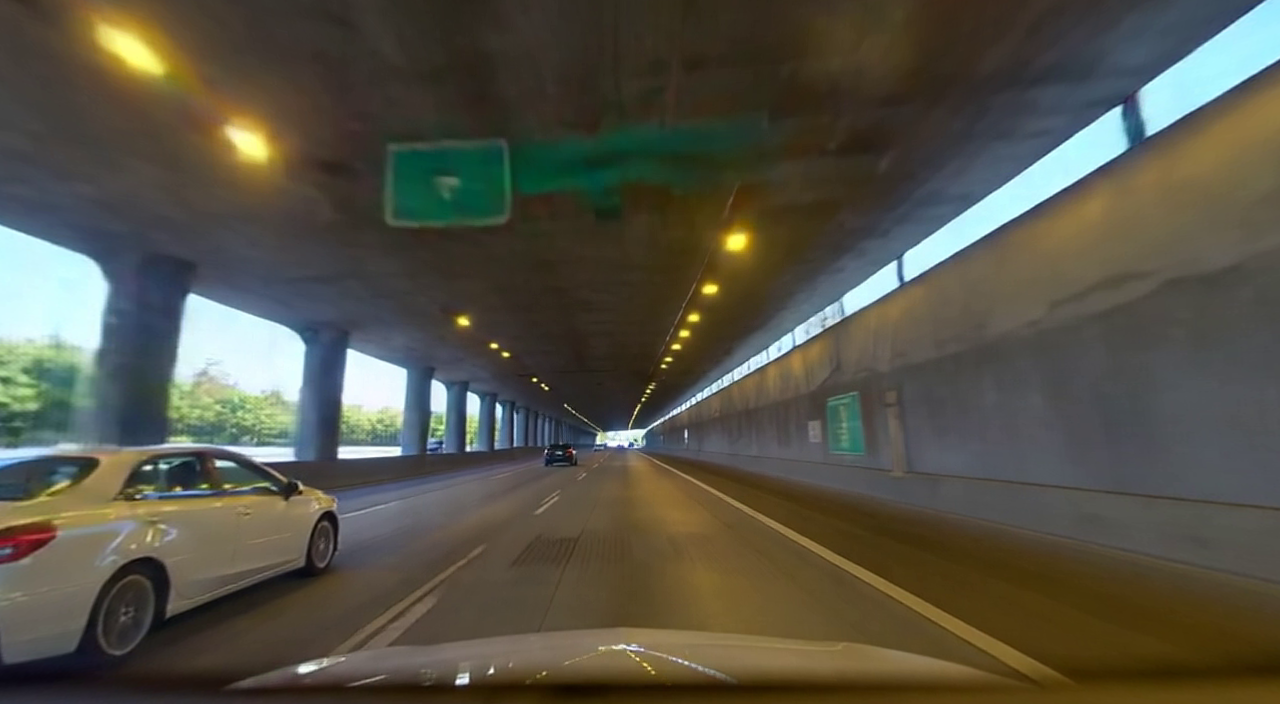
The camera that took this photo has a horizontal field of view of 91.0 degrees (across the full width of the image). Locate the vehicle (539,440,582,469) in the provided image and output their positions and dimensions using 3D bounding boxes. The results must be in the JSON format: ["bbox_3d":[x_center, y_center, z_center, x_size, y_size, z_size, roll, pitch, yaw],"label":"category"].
[{"bbox_3d":[-4.393,5.717,35.350,1.973,1.474,4.199,0,-8,-1],"label":"vehicle"}]

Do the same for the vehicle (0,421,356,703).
[{"bbox_3d":[-3.984,1.275,4.520,1.885,1.424,4.230,-1,-8,1],"label":"vehicle"}]
